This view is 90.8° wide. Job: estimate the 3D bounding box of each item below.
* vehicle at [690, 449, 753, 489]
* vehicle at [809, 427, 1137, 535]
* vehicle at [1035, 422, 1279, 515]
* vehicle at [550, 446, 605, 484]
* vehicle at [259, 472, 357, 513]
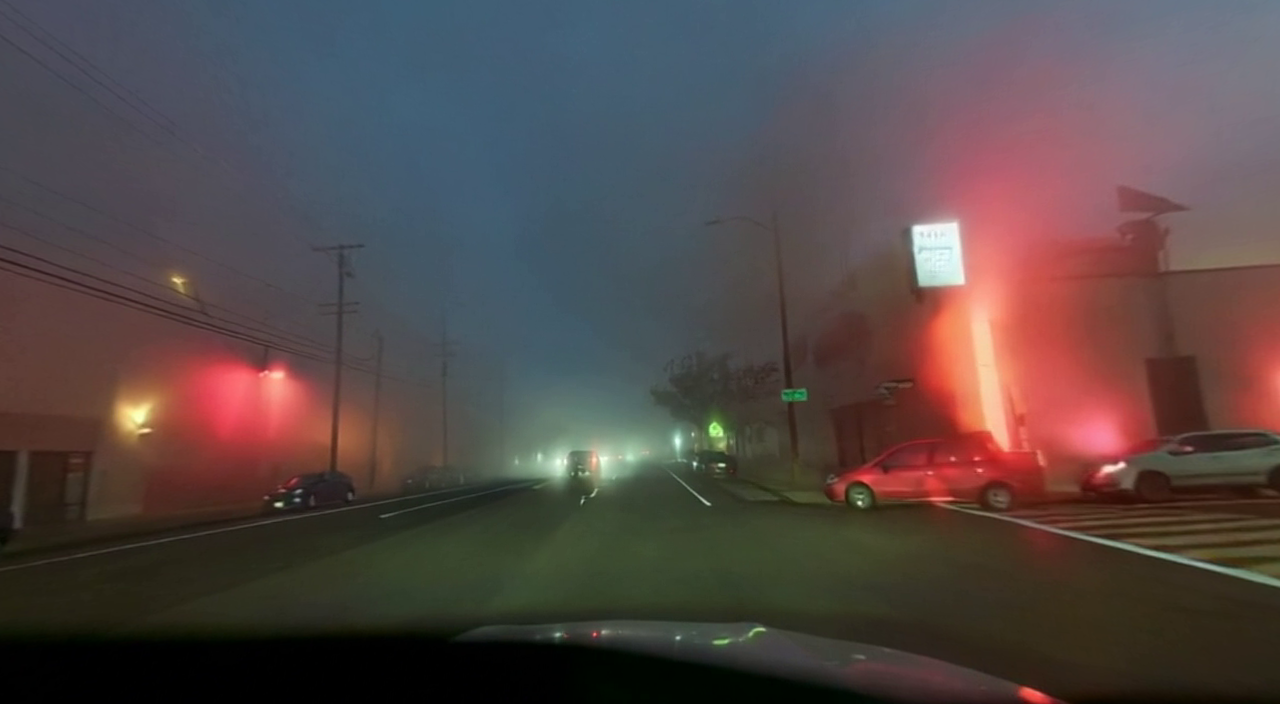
[{"bbox_3d":[3.425,5.020,27.477,2.007,1.558,4.464,0,-9,-2],"label":"vehicle"},{"bbox_3d":[5.441,2.176,11.038,4.474,1.632,2.234,-1,-9,6],"label":"vehicle"},{"bbox_3d":[10.847,2.195,12.140,5.034,1.590,2.025,-2,-9,15],"label":"vehicle"},{"bbox_3d":[-3.228,5.898,33.454,2.348,1.831,4.737,0,-9,1],"label":"vehicle"},{"bbox_3d":[-15.535,6.576,29.911,2.073,1.492,4.687,-1,-8,1],"label":"vehicle"}]
